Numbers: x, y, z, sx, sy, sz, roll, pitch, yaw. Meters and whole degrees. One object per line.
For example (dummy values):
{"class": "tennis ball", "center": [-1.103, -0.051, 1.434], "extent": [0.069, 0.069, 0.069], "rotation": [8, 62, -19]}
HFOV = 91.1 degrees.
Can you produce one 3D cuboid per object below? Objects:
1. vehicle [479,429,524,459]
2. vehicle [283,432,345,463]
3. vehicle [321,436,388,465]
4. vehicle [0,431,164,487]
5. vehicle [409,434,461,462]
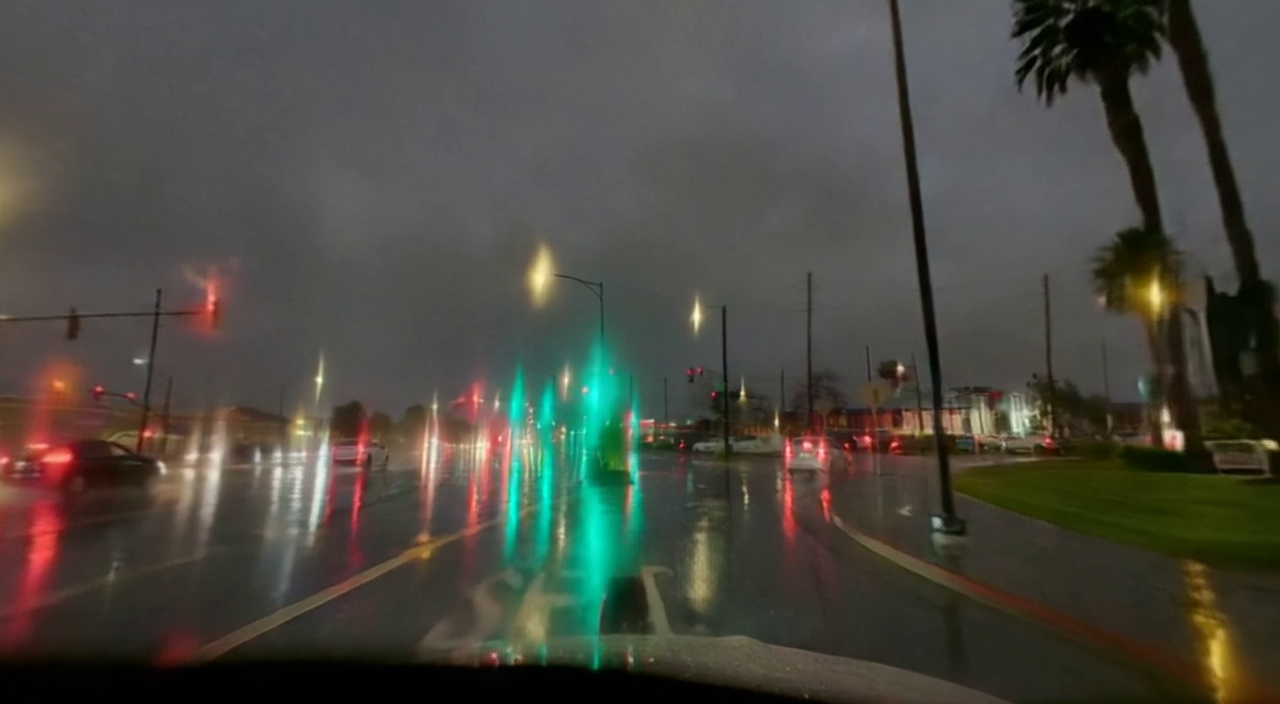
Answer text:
{"class": "vehicle", "center": [-8.769, 5.891, 40.113], "extent": [2.114, 1.784, 4.450], "rotation": [0, -8, -3]}
{"class": "vehicle", "center": [-19.585, 5.741, 37.956], "extent": [2.156, 1.742, 4.264], "rotation": [2, -9, -12]}
{"class": "vehicle", "center": [-15.276, 5.291, 33.813], "extent": [1.900, 1.462, 4.225], "rotation": [1, -9, -4]}
{"class": "vehicle", "center": [-17.066, 3.189, 19.043], "extent": [1.916, 1.481, 4.430], "rotation": [0, -8, -3]}
{"class": "vehicle", "center": [-12.334, 5.775, 37.985], "extent": [1.977, 1.584, 3.983], "rotation": [1, -9, -4]}
